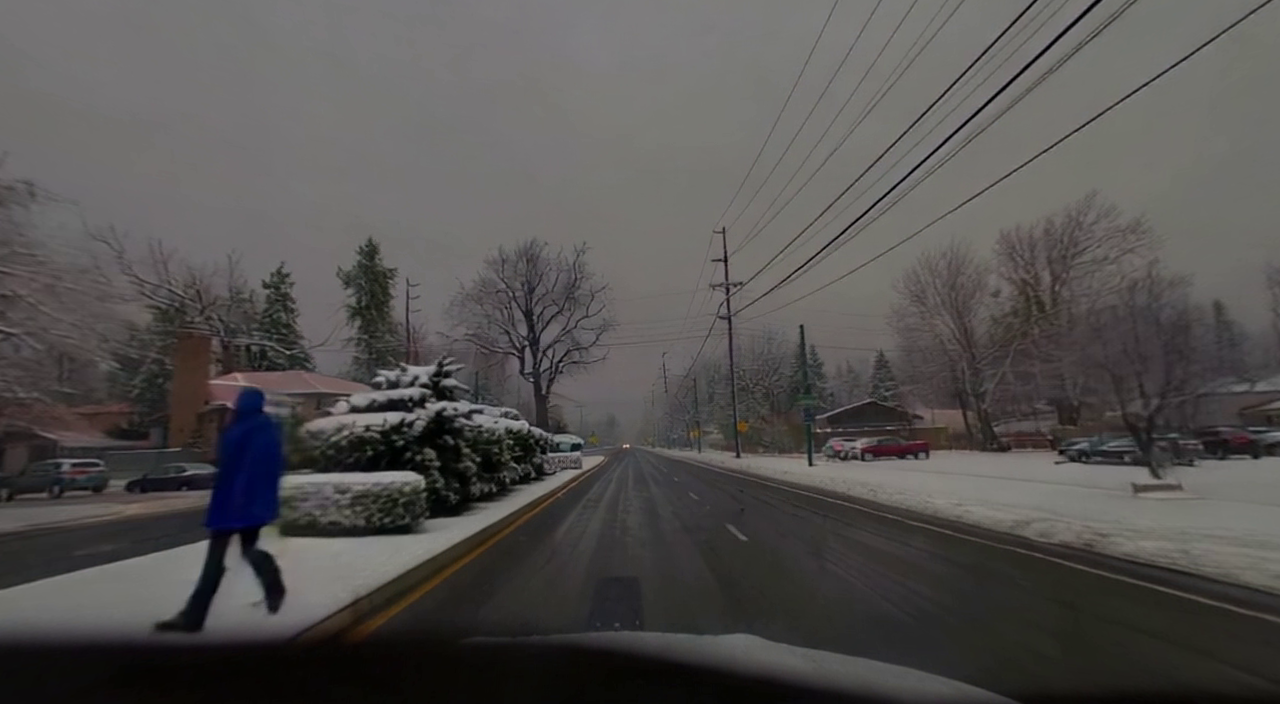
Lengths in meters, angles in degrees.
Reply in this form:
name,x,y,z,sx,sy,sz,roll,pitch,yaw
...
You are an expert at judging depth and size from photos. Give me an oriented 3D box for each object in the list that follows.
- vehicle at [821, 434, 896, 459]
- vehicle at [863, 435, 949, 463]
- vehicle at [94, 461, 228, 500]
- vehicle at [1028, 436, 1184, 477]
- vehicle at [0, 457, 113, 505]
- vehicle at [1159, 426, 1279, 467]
name,x,y,z,sx,sy,sz,roll,pitch,yaw
vehicle,16.607,7.185,48.161,4.833,1.786,2.136,0,-8,-2
vehicle,16.998,6.218,40.566,4.560,1.725,2.096,0,-9,-3
vehicle,-21.844,5.904,29.028,4.354,1.450,2.043,-1,-11,-11
vehicle,17.515,3.941,23.927,4.246,1.427,2.055,0,-9,0
vehicle,-27.080,5.786,28.504,4.690,1.966,1.970,0,-9,-2
vehicle,31.226,4.949,33.171,2.206,1.971,5.600,3,-9,-21
